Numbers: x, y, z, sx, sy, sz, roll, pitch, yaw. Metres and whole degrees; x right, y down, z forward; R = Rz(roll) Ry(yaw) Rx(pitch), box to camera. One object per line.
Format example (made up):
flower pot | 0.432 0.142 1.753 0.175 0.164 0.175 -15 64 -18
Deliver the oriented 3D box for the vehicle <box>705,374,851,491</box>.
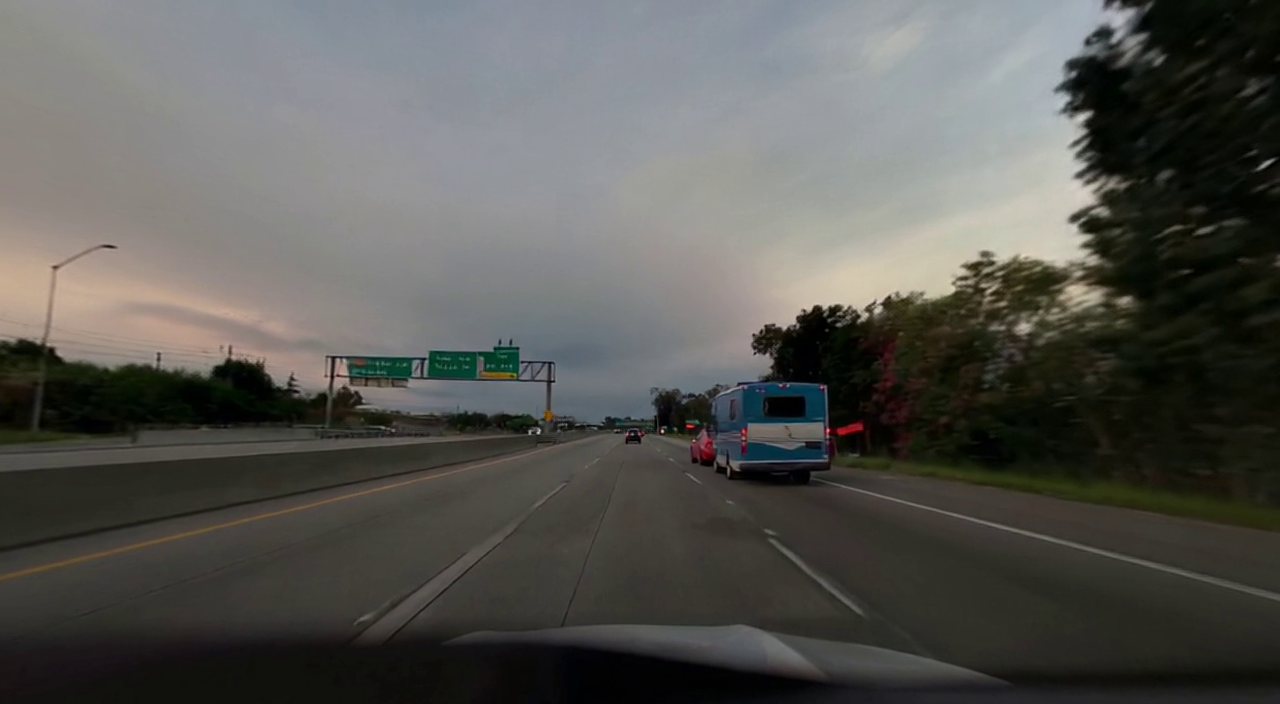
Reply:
vehicle | 3.473 2.207 17.336 2.590 2.680 5.445 0 -7 -2
